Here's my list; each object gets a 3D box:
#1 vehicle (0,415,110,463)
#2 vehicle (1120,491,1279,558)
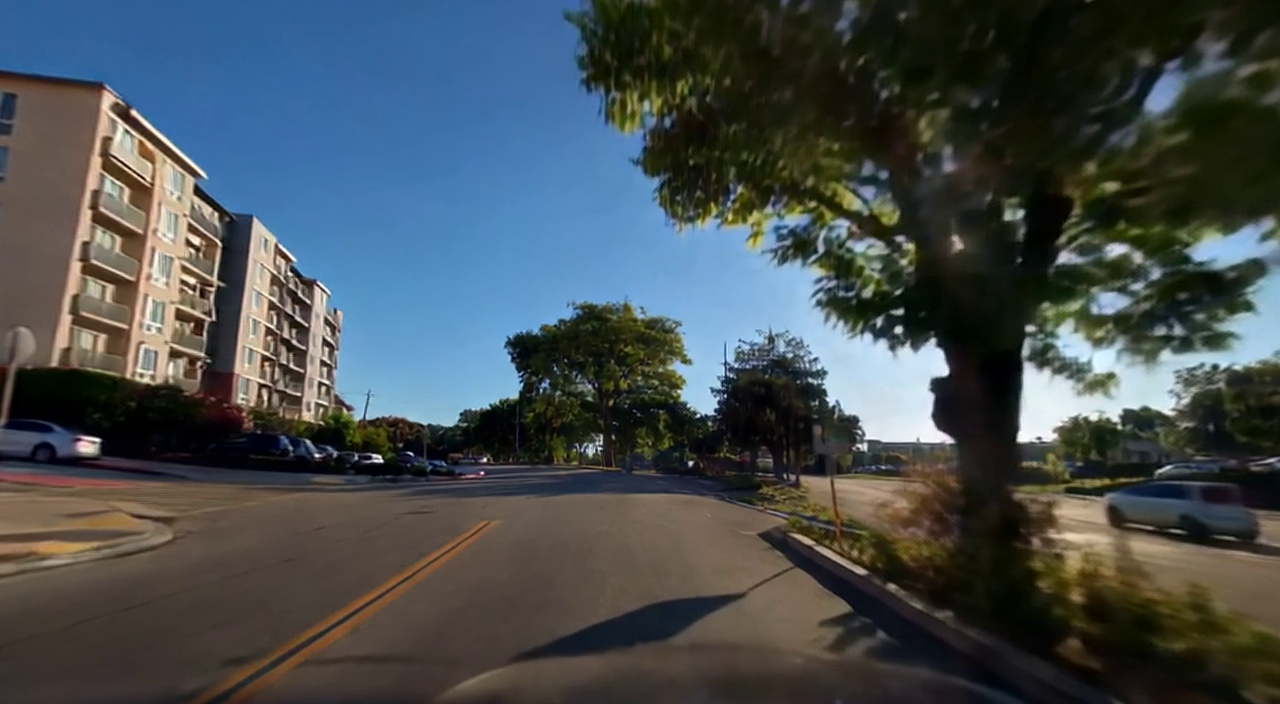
[{"bbox_3d":[-19.716,2.748,19.920,4.322,1.436,1.827,0,-8,0],"label":"vehicle"},{"bbox_3d":[21.077,6.268,23.500,2.322,1.818,4.871,1,-8,-5],"label":"vehicle"}]
